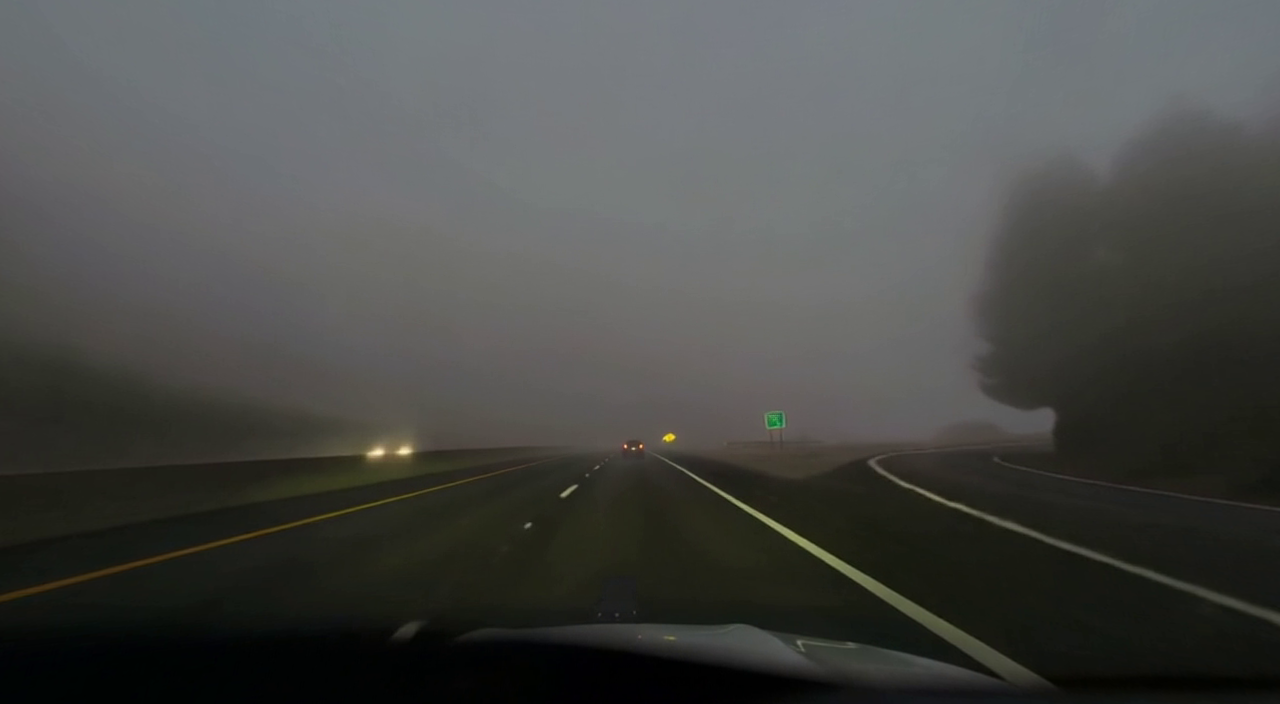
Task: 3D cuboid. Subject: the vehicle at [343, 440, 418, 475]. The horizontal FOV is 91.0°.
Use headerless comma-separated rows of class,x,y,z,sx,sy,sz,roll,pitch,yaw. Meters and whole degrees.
vehicle,-14.688,5.979,35.950,2.140,1.808,4.733,-1,-8,1
